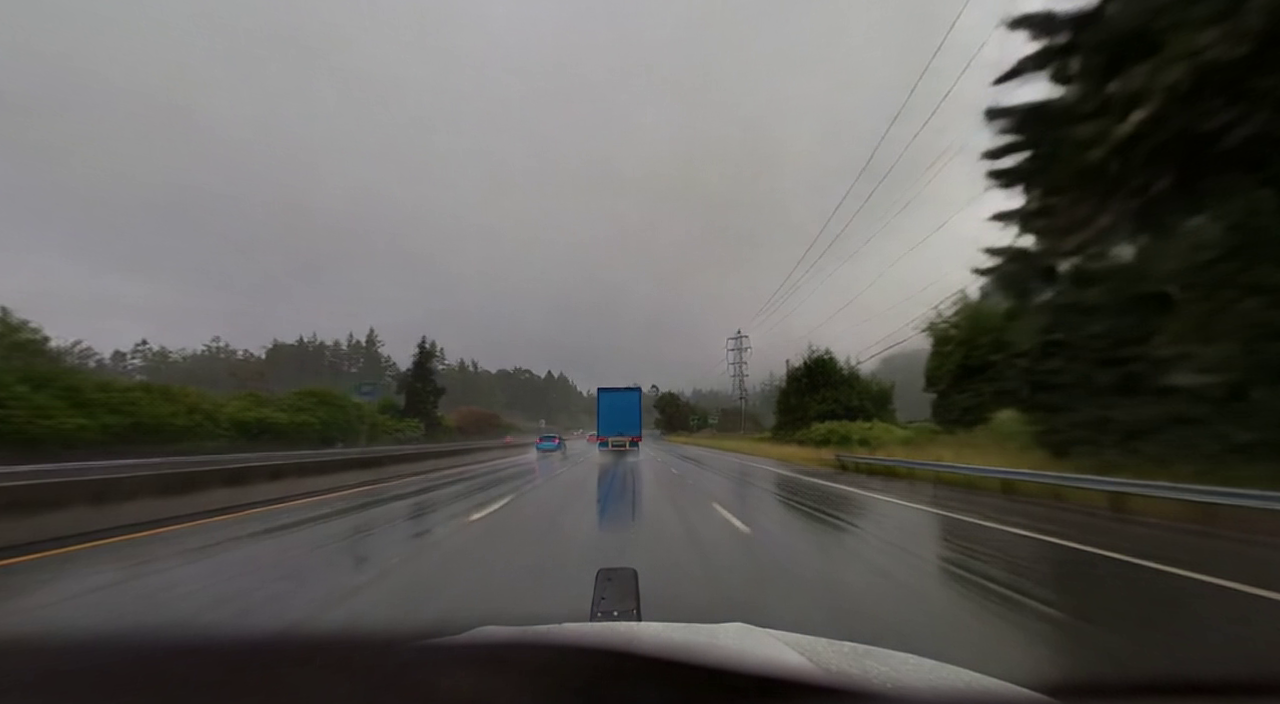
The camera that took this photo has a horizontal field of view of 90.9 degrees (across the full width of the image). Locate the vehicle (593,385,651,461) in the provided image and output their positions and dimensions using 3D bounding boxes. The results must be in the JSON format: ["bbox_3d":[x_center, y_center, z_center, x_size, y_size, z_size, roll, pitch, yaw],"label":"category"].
[{"bbox_3d":[-1.062,4.285,37.068,2.955,3.851,9.915,0,-8,-2],"label":"vehicle"}]

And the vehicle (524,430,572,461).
[{"bbox_3d":[-5.235,5.378,36.461,2.117,1.618,4.480,0,-8,-1],"label":"vehicle"}]
